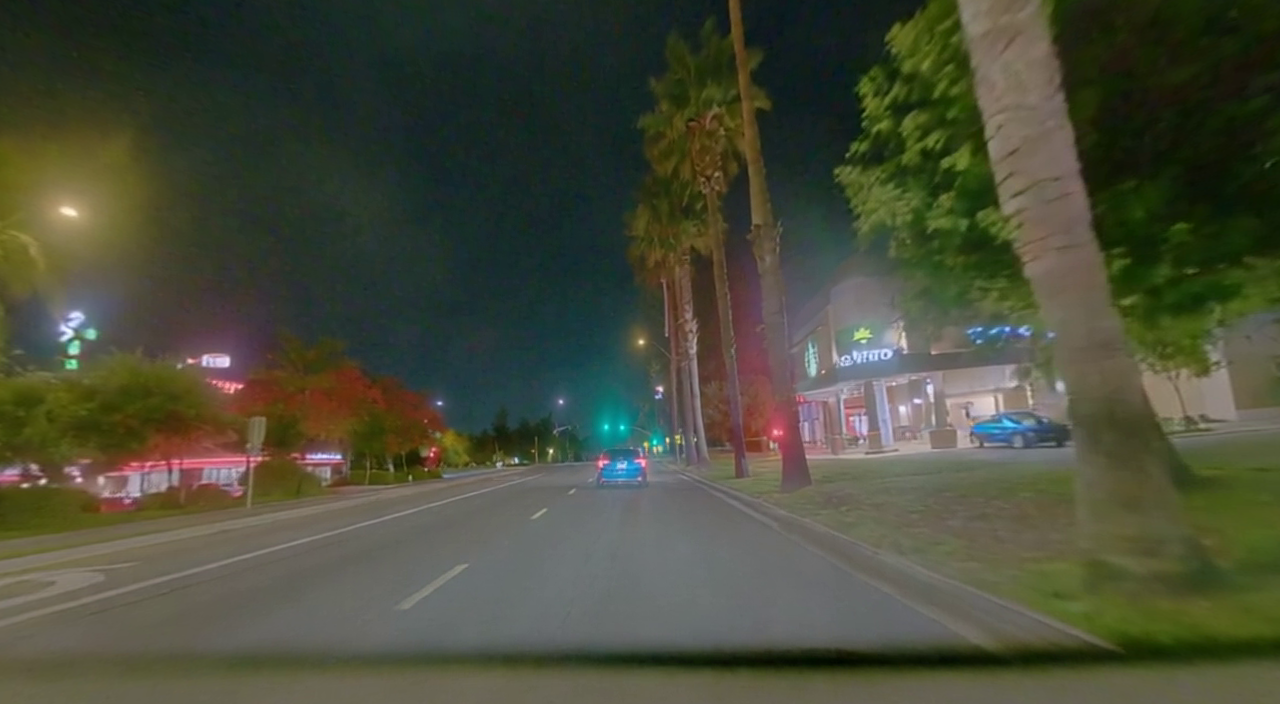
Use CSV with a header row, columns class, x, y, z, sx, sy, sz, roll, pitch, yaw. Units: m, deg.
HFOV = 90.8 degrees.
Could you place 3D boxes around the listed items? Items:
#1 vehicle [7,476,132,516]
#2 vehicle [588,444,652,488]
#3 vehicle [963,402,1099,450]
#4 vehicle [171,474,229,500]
class,x,y,z,sx,sy,sz,roll,pitch,yaw
vehicle,-30.262,7.615,33.771,2.092,1.719,4.868,0,-9,0
vehicle,-0.721,4.225,23.773,2.156,1.462,4.495,0,-9,-1
vehicle,13.337,2.644,21.934,1.827,1.497,4.468,0,-9,-1
vehicle,-31.127,9.566,44.844,1.791,1.511,4.030,1,-9,-10
